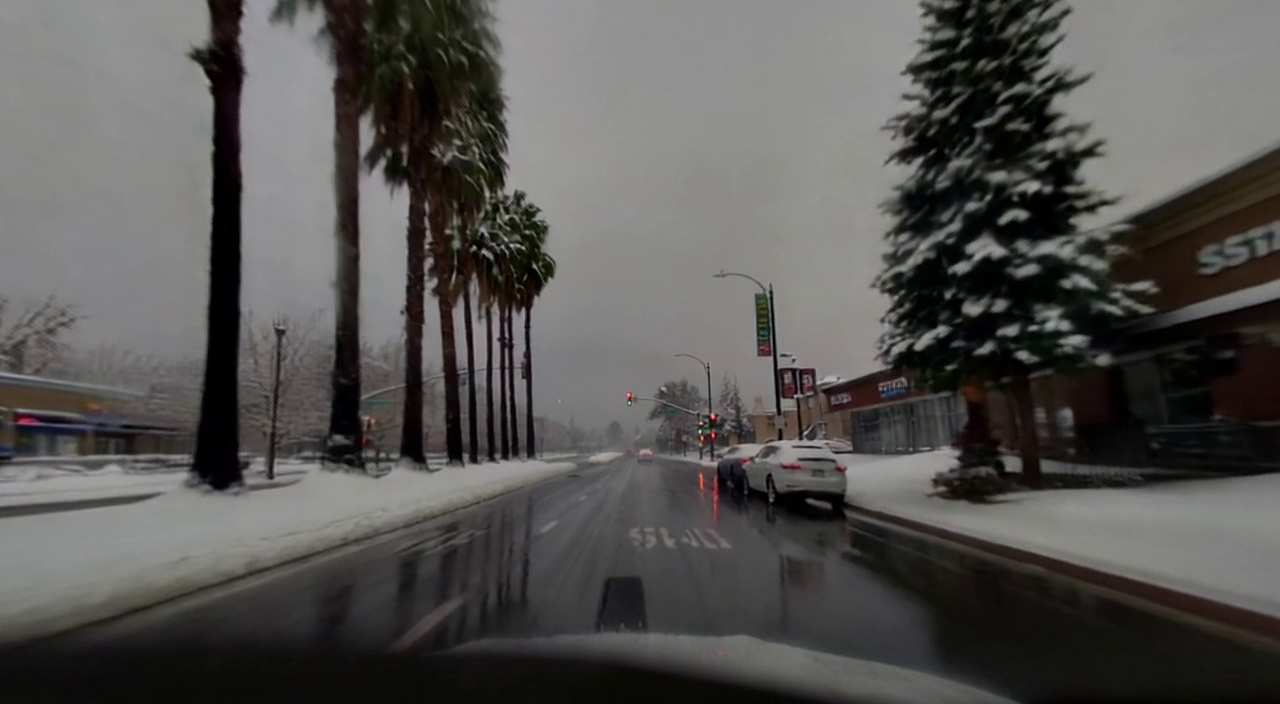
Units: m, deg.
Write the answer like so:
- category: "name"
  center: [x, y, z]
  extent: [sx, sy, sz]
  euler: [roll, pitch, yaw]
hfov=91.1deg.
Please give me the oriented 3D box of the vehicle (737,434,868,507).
- category: "vehicle"
  center: [4.118, 3.112, 16.840]
  extent: [2.089, 1.652, 4.668]
  euler: [1, -9, -2]
